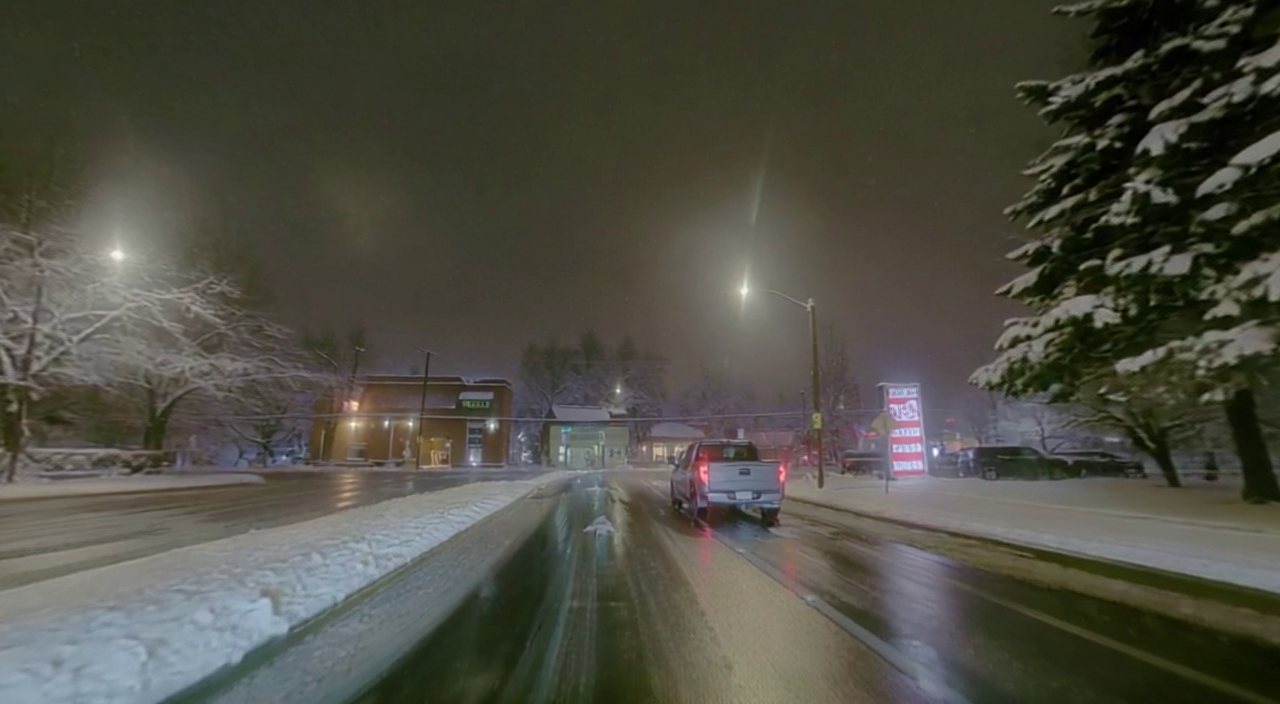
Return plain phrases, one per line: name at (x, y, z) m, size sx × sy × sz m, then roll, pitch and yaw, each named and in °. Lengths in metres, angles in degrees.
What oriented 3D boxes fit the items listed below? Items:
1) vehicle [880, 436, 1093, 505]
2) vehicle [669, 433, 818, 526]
vehicle at (14.558, 5.057, 26.917) m, size 7.551 × 2.142 × 2.896 m, roll 5°, pitch -11°, yaw -4°
vehicle at (2.321, 3.134, 16.157) m, size 2.402 × 1.922 × 5.677 m, roll 1°, pitch -9°, yaw -5°
